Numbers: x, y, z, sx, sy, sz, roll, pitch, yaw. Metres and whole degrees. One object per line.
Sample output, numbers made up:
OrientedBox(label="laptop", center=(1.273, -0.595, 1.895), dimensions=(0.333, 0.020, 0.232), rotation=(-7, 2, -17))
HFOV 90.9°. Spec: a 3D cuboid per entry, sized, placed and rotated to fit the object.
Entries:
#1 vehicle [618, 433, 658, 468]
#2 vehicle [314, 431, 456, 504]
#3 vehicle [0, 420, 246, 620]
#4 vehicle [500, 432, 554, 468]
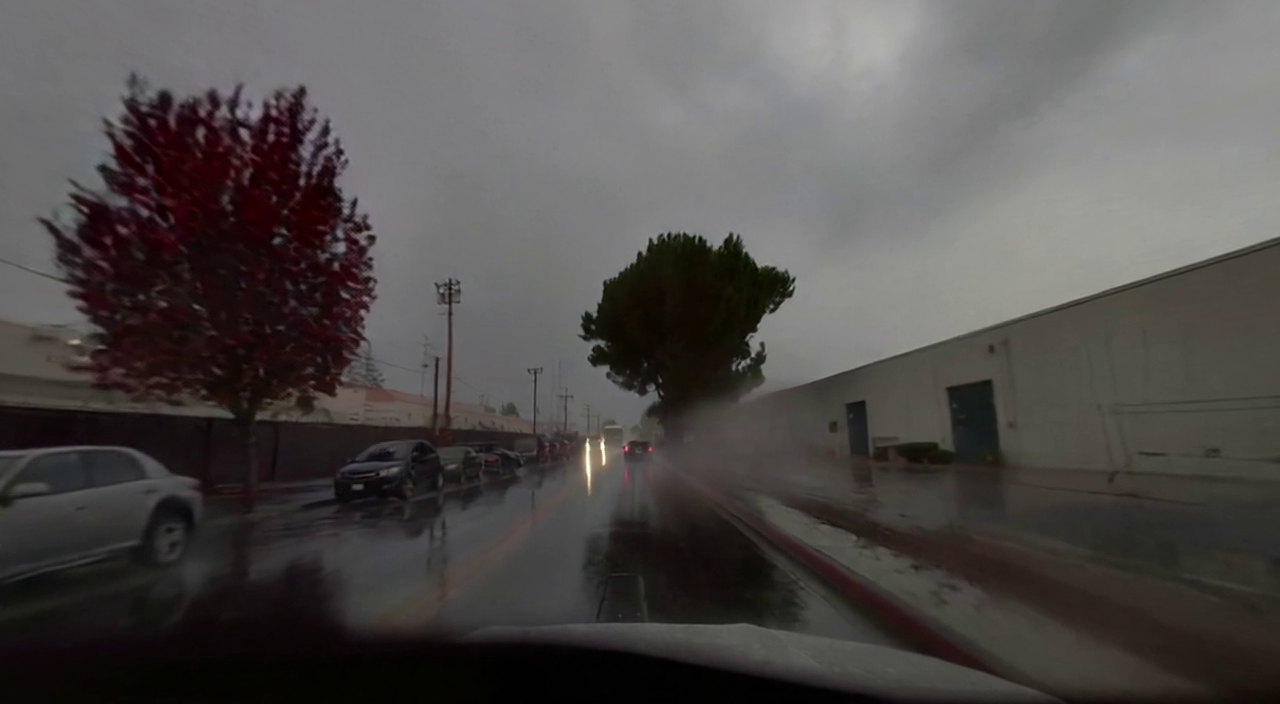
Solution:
OrientedBox(label="vehicle", center=(-0.084, 5.504, 35.502), dimensions=(2.152, 1.874, 4.042), rotation=(0, -8, 0))
OrientedBox(label="vehicle", center=(-6.442, 2.922, 16.519), dimensions=(1.926, 1.647, 4.185), rotation=(0, -8, 0))
OrientedBox(label="vehicle", center=(-6.203, 1.499, 6.157), dimensions=(2.013, 1.609, 4.152), rotation=(0, -8, 0))
OrientedBox(label="vehicle", center=(-6.491, 5.777, 36.995), dimensions=(2.139, 1.943, 5.295), rotation=(-1, -9, 1))
